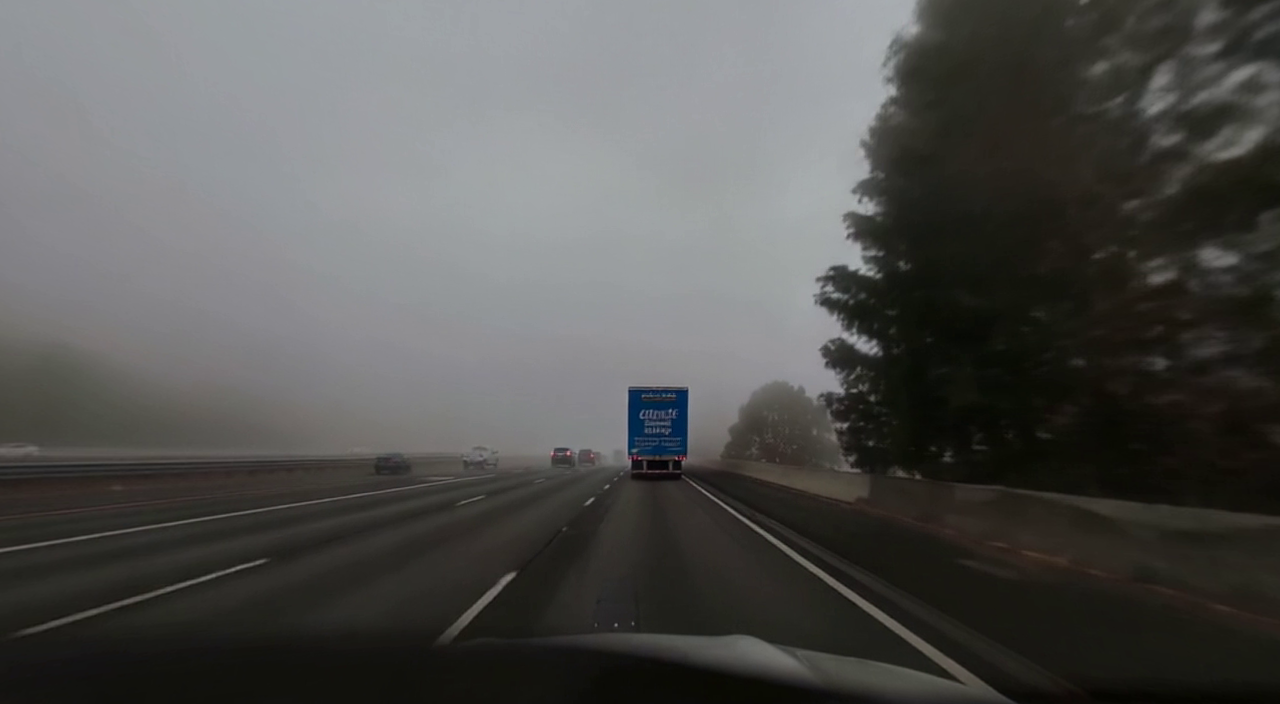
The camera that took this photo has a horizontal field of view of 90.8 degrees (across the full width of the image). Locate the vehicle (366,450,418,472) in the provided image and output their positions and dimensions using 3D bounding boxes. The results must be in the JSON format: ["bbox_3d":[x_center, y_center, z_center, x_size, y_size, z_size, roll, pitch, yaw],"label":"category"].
[{"bbox_3d":[-17.567,7.740,44.989,1.901,1.485,4.279,0,-9,1],"label":"vehicle"}]

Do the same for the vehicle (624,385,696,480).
[{"bbox_3d":[0.827,4.713,35.409,3.140,4.100,15.551,1,-9,0],"label":"vehicle"}]
